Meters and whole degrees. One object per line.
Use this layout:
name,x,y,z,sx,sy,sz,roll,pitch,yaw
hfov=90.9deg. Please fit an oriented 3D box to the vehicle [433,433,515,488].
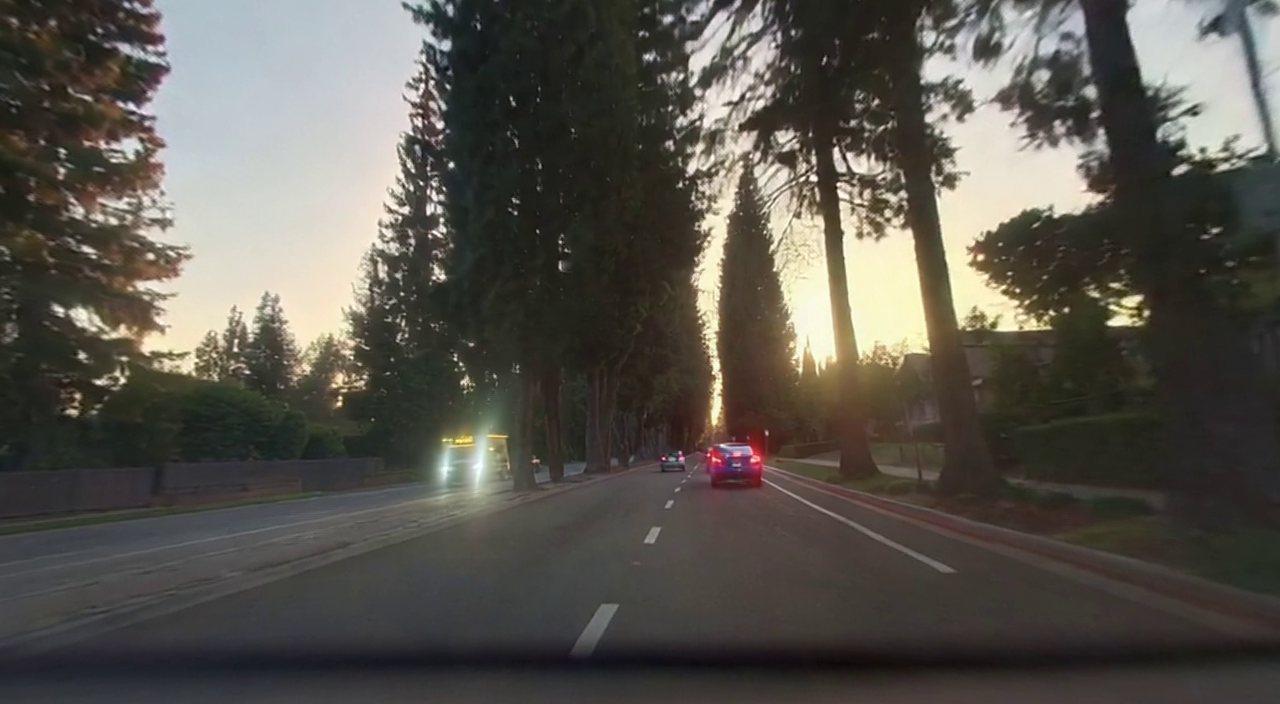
vehicle,-9.700,6.356,37.444,2.661,2.737,6.092,-6,-9,5

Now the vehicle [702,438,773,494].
vehicle,3.143,3.753,21.150,2.052,1.639,4.123,-1,-8,5
